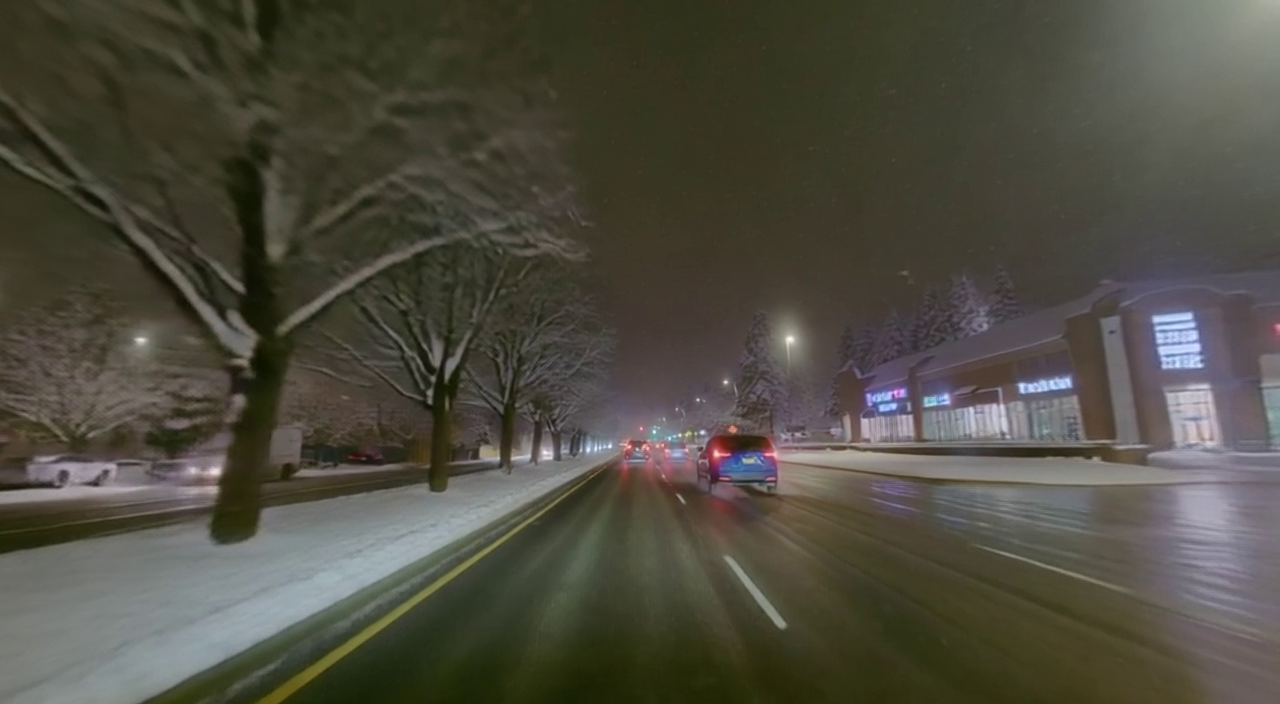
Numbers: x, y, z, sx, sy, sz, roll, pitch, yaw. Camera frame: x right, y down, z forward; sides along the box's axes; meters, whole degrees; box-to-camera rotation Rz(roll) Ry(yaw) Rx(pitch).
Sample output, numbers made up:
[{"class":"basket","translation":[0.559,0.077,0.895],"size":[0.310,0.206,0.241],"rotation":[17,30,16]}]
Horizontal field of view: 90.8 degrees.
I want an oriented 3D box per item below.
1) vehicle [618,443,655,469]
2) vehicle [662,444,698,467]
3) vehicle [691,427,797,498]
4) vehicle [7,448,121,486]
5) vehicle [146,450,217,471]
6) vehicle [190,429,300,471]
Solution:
[{"class":"vehicle","translation":[-0.235,6.217,37.829],"size":[2.056,1.440,3.798],"rotation":[0,-9,-1]},{"class":"vehicle","translation":[2.564,6.718,41.089],"size":[1.970,1.402,3.756],"rotation":[0,-9,-2]},{"class":"vehicle","translation":[2.867,3.191,18.588],"size":[2.140,1.811,4.593],"rotation":[0,-9,-3]},{"class":"vehicle","translation":[-28.323,5.616,31.253],"size":[1.897,1.704,4.153],"rotation":[1,-9,-5]},{"class":"vehicle","translation":[-34.041,8.045,47.043],"size":[3.791,1.518,1.807],"rotation":[3,-9,-18]},{"class":"vehicle","translation":[-27.133,6.760,43.549],"size":[5.905,2.803,2.261],"rotation":[0,-9,-2]}]
